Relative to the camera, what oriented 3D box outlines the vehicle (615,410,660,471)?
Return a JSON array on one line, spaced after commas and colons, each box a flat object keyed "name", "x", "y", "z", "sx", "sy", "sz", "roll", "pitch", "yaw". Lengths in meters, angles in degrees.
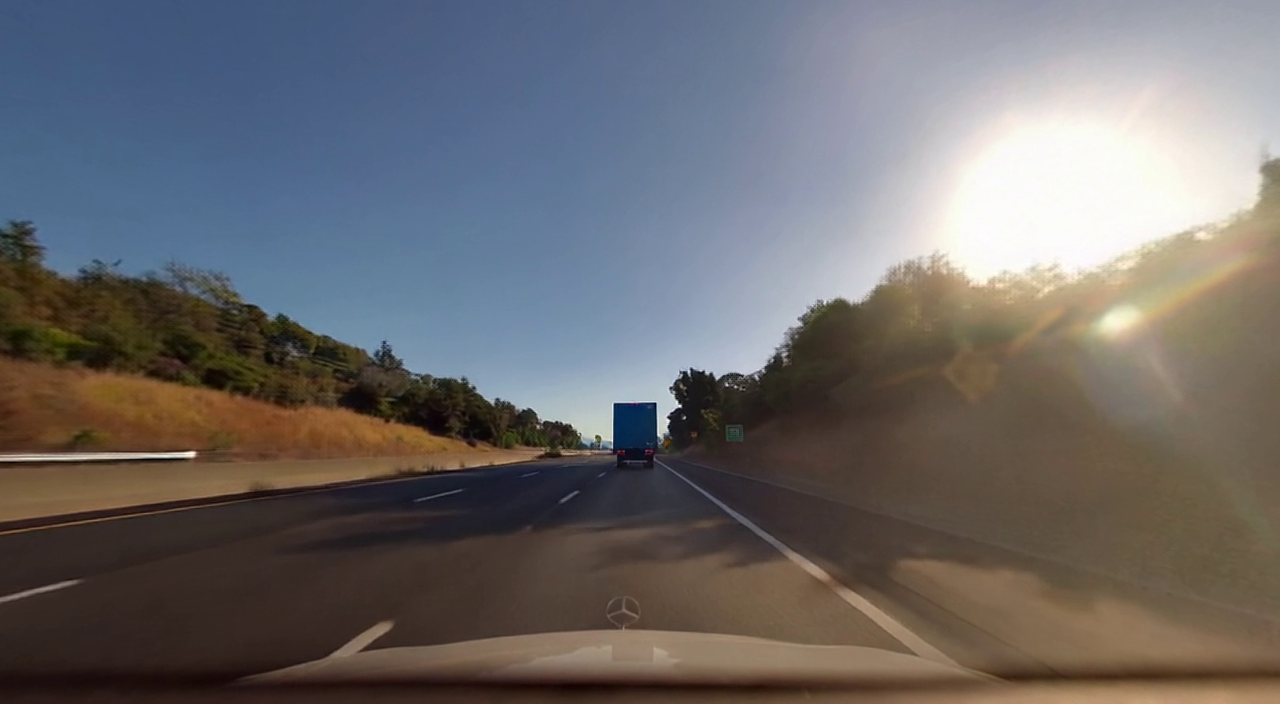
[{"name": "vehicle", "x": -0.260, "y": 6.637, "z": 46.838, "sx": 2.982, "sy": 3.947, "sz": 11.075, "roll": 0, "pitch": -9, "yaw": -1}]
